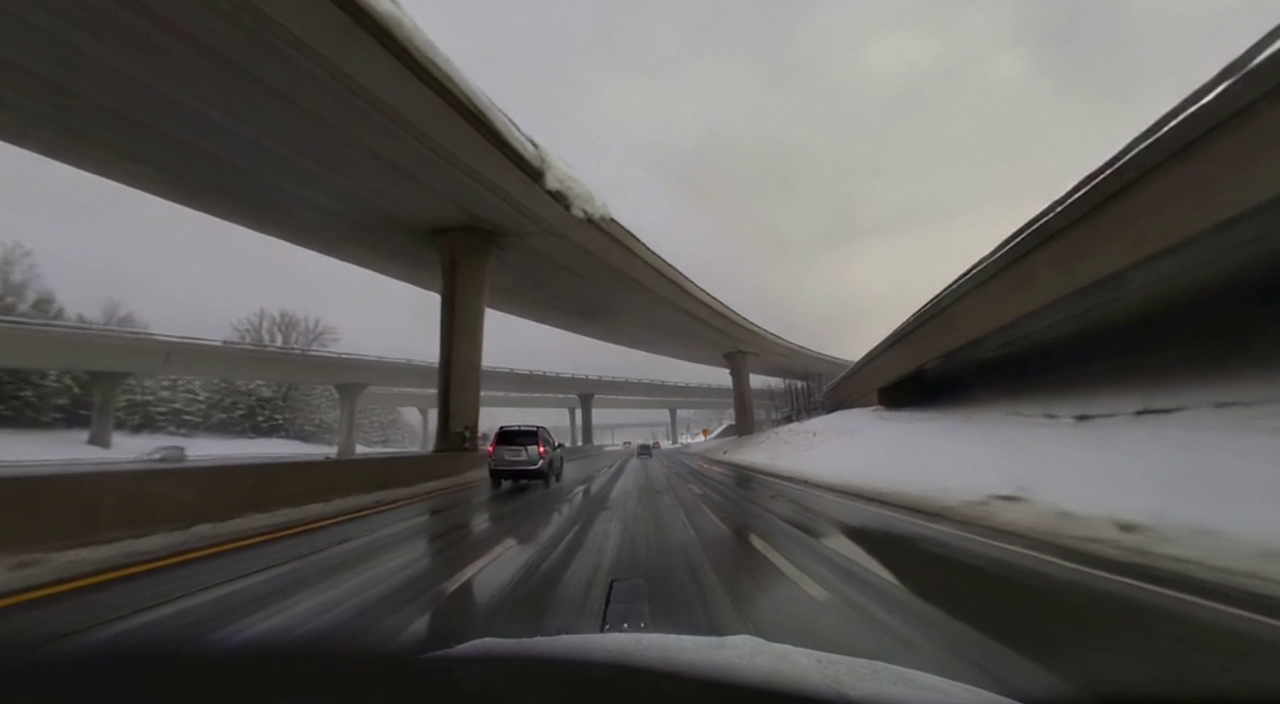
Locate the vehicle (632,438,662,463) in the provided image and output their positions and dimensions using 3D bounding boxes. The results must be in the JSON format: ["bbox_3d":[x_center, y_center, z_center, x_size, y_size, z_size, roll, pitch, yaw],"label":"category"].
[{"bbox_3d":[0.469,7.106,45.398,2.052,1.711,4.223,0,-8,0],"label":"vehicle"}]

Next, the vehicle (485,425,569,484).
[{"bbox_3d":[-4.047,3.784,23.494,2.147,1.918,4.834,0,-8,1],"label":"vehicle"}]
